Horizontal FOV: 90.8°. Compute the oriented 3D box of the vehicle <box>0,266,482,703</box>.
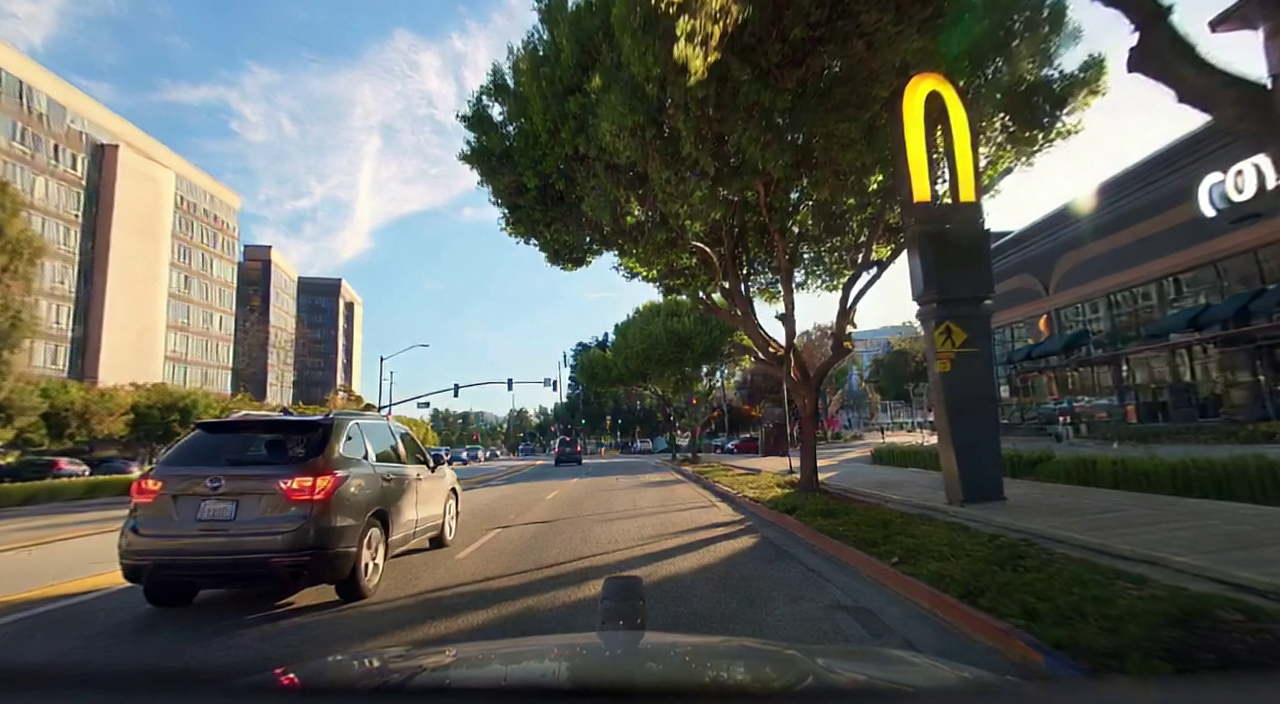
[{"bbox_3d":[-3.346,1.023,5.301,2.509,1.885,5.831,0,-9,0],"label":"vehicle"}]

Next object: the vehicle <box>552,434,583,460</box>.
[{"bbox_3d":[-5.308,7.000,46.426,2.134,1.799,5.082,1,-9,-6],"label":"vehicle"}]
